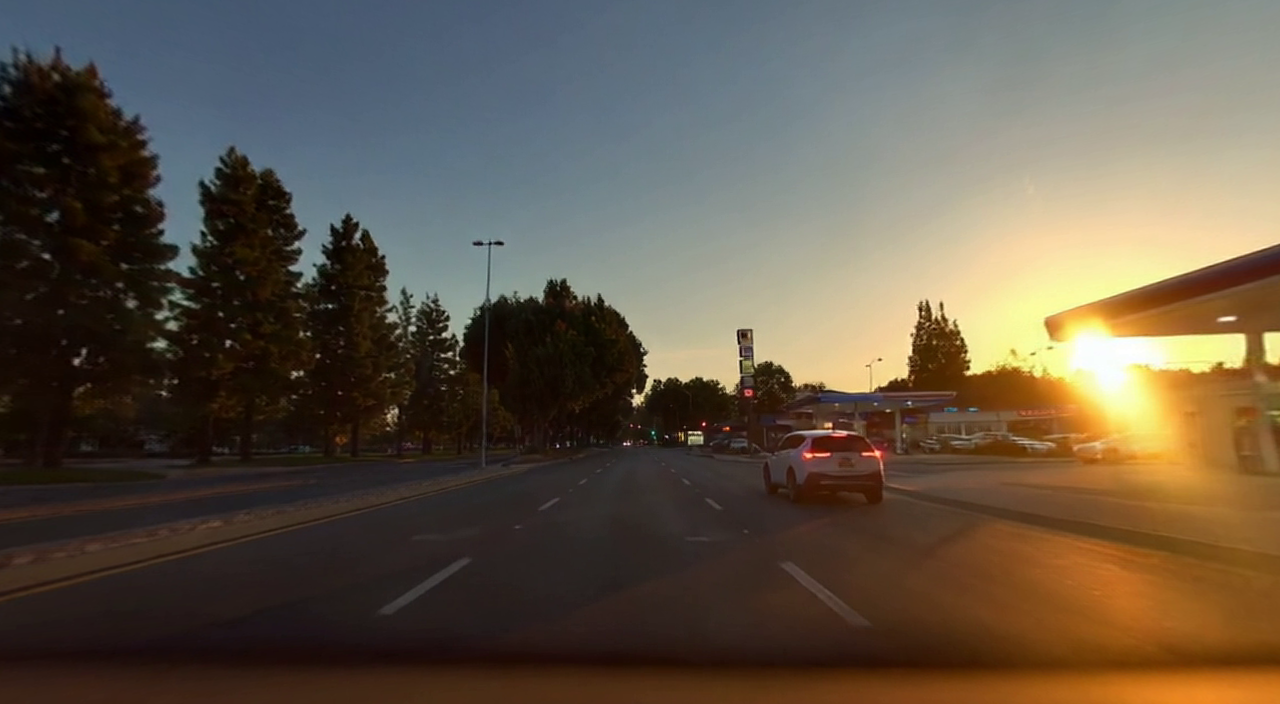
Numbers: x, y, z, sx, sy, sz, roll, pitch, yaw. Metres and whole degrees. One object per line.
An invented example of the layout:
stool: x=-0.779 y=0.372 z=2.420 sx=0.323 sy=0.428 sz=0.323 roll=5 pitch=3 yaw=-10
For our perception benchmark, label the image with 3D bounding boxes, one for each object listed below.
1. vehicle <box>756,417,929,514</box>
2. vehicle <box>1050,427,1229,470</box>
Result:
vehicle: x=4.417 y=2.581 z=14.874 sx=2.245 sy=1.864 sz=5.076 roll=0 pitch=-8 yaw=-2
vehicle: x=23.235 y=4.513 z=29.614 sx=6.404 sy=1.894 sz=2.275 roll=0 pitch=-8 yaw=0
